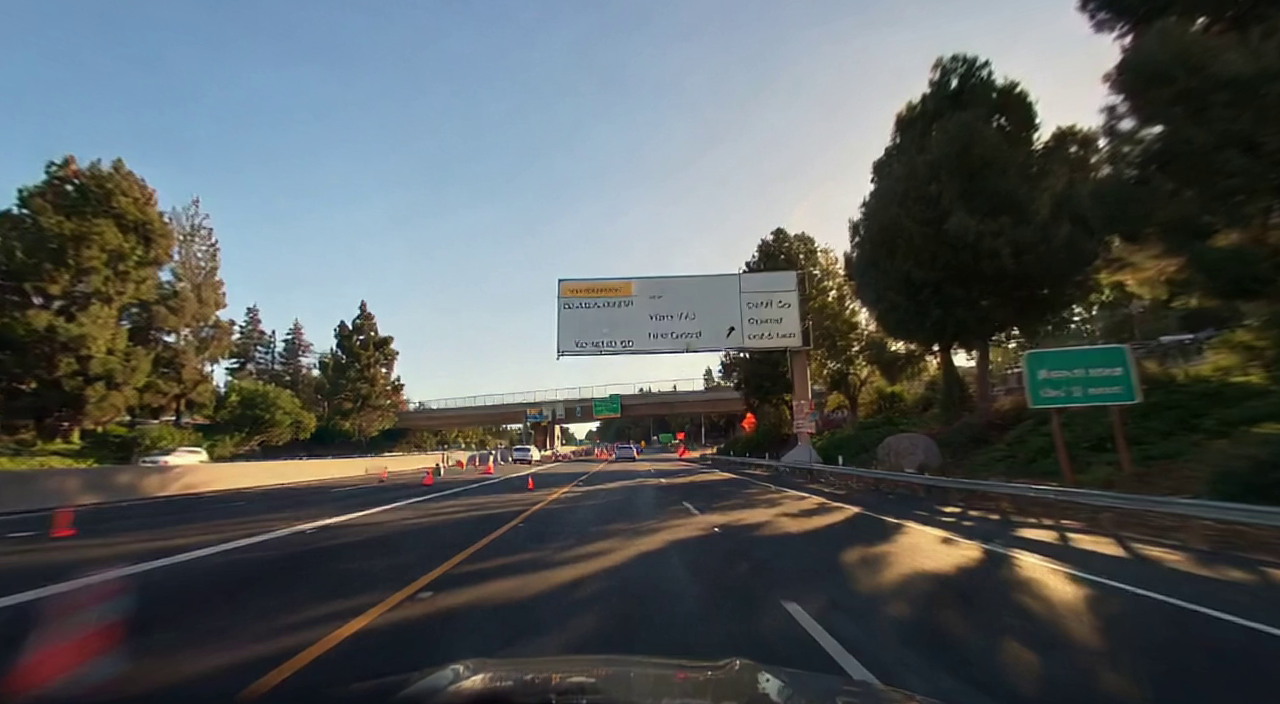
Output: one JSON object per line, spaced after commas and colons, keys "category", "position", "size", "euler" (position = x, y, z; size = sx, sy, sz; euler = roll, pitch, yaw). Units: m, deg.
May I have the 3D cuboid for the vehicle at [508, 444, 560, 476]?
{"category": "vehicle", "position": [-5.373, 5.539, 32.533], "size": [1.997, 1.507, 4.248], "euler": [0, -9, -1]}

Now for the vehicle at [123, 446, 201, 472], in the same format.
{"category": "vehicle", "position": [-33.998, 7.572, 45.116], "size": [1.960, 1.731, 4.657], "euler": [0, -9, -1]}

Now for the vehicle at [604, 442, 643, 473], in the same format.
{"category": "vehicle", "position": [-0.933, 5.985, 36.127], "size": [2.109, 1.638, 3.856], "euler": [0, -9, -1]}
